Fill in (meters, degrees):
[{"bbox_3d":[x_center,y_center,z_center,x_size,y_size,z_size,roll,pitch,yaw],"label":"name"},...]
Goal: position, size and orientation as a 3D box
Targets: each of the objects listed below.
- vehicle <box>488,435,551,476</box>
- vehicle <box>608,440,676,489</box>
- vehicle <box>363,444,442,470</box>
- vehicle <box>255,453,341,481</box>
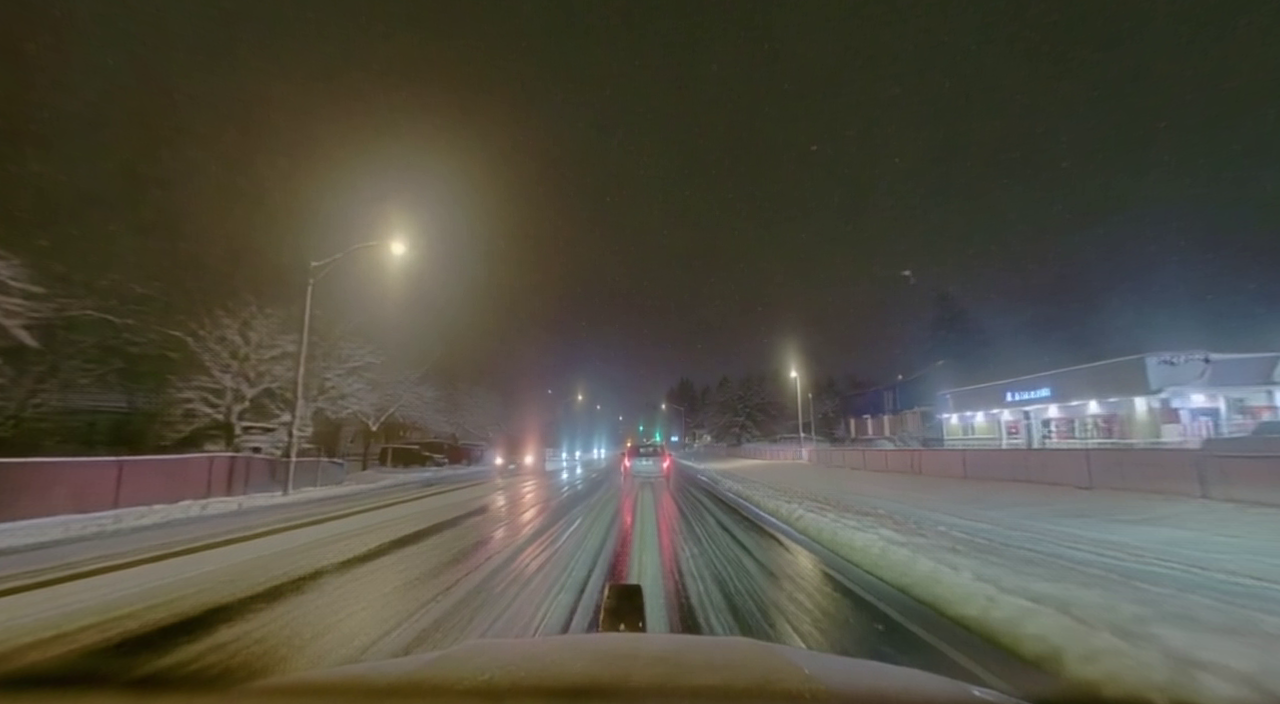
[{"bbox_3d":[-6.662,5.822,35.524,2.340,2.103,5.526,0,-9,2],"label":"vehicle"},{"bbox_3d":[0.060,3.815,21.668,2.144,1.514,4.063,0,-9,0],"label":"vehicle"},{"bbox_3d":[-18.022,7.982,47.812,5.085,1.906,2.153,0,-9,2],"label":"vehicle"},{"bbox_3d":[-20.327,6.818,37.322,4.332,1.560,1.841,-2,-9,15],"label":"vehicle"}]
